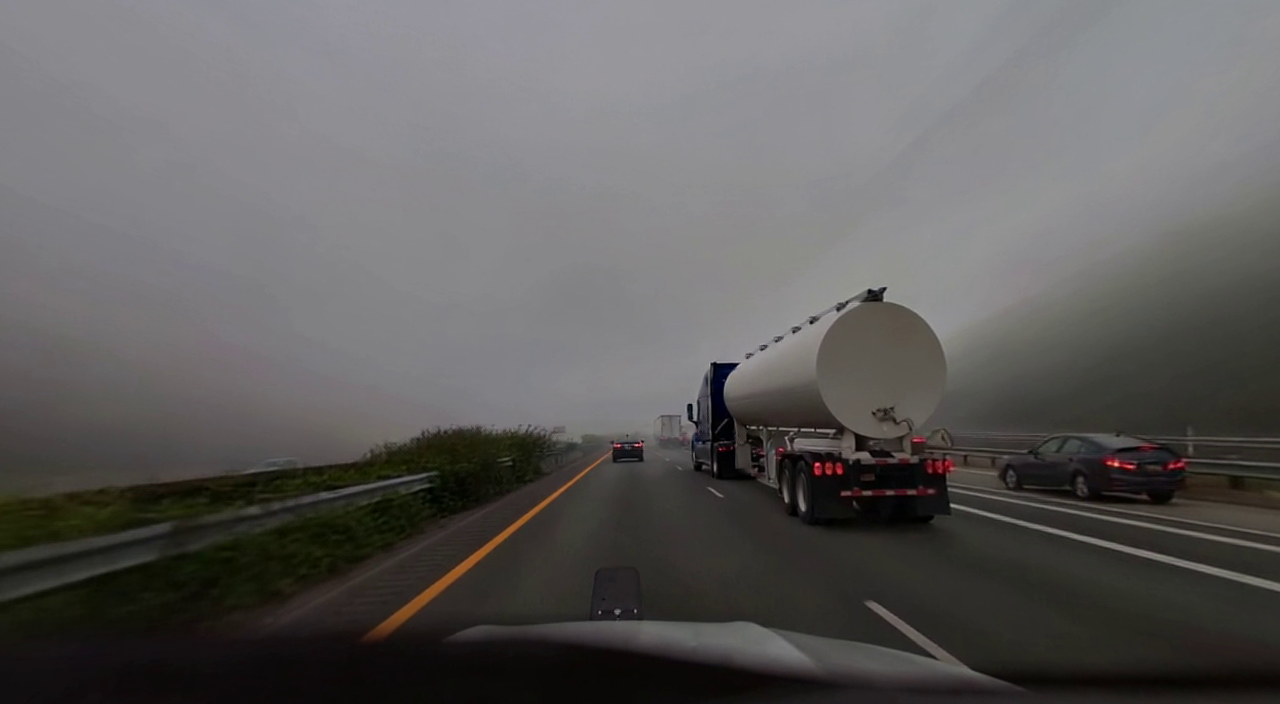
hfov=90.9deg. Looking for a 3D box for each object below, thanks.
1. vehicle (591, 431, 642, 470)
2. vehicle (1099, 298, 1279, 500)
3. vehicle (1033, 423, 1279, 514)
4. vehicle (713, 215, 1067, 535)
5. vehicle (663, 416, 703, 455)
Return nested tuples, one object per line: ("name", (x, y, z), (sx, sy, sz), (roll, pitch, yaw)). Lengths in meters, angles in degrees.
("vehicle", (-0.951, 4.117, 26.510), (2.000, 1.510, 3.518), (0, -8, -1))
("vehicle", (14.644, 0.893, 12.518), (2.878, 4.124, 10.050), (0, -8, -4))
("vehicle", (9.865, 2.174, 12.297), (1.739, 1.471, 3.889), (0, -8, -2))
("vehicle", (3.532, 0.847, 12.294), (2.826, 3.905, 9.262), (0, -8, -2))
("vehicle", (3.211, 6.368, 48.159), (2.475, 2.782, 4.986), (0, -8, -3))
